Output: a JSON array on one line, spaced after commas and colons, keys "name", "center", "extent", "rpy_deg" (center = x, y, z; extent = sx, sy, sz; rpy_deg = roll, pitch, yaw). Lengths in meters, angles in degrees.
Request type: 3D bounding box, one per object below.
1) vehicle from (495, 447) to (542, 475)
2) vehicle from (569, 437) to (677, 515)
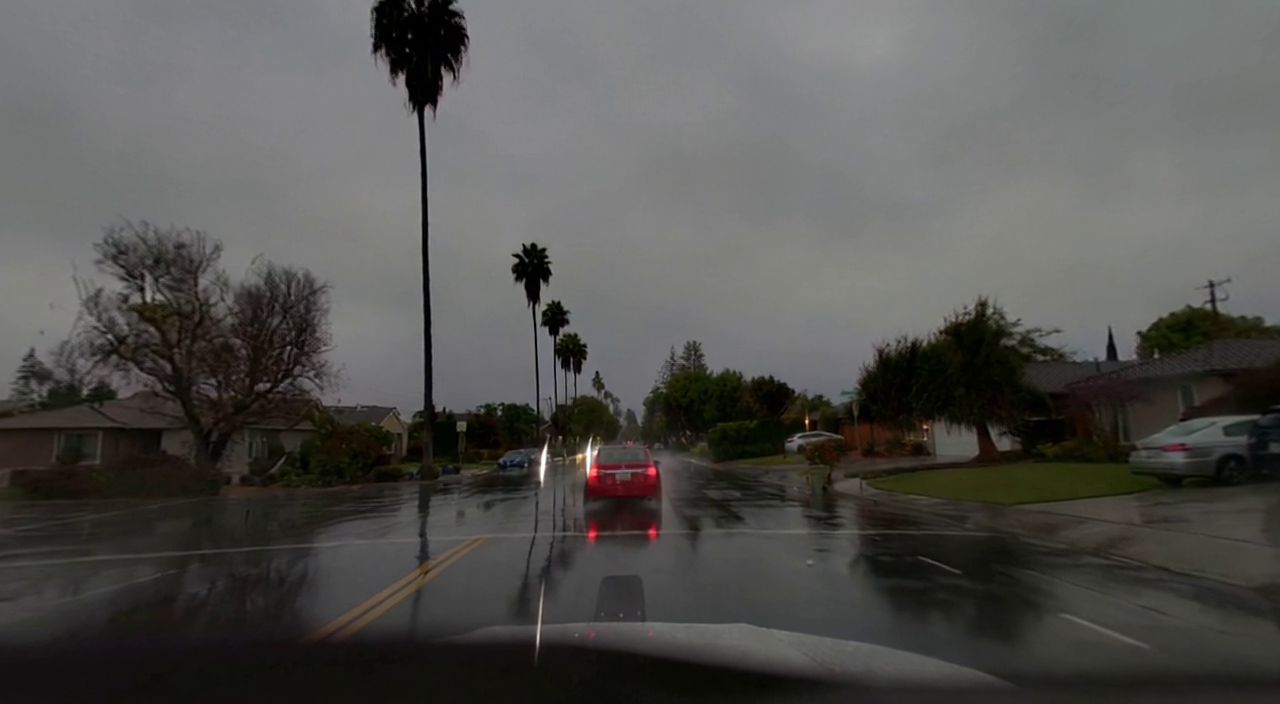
[{"name": "vehicle", "center": [-7.978, 7.179, 41.865], "extent": [2.069, 1.441, 4.368], "rpy_deg": [-3, -7, 1]}, {"name": "vehicle", "center": [-0.379, 2.729, 14.389], "extent": [2.098, 1.483, 4.099], "rpy_deg": [0, -9, -1]}]
